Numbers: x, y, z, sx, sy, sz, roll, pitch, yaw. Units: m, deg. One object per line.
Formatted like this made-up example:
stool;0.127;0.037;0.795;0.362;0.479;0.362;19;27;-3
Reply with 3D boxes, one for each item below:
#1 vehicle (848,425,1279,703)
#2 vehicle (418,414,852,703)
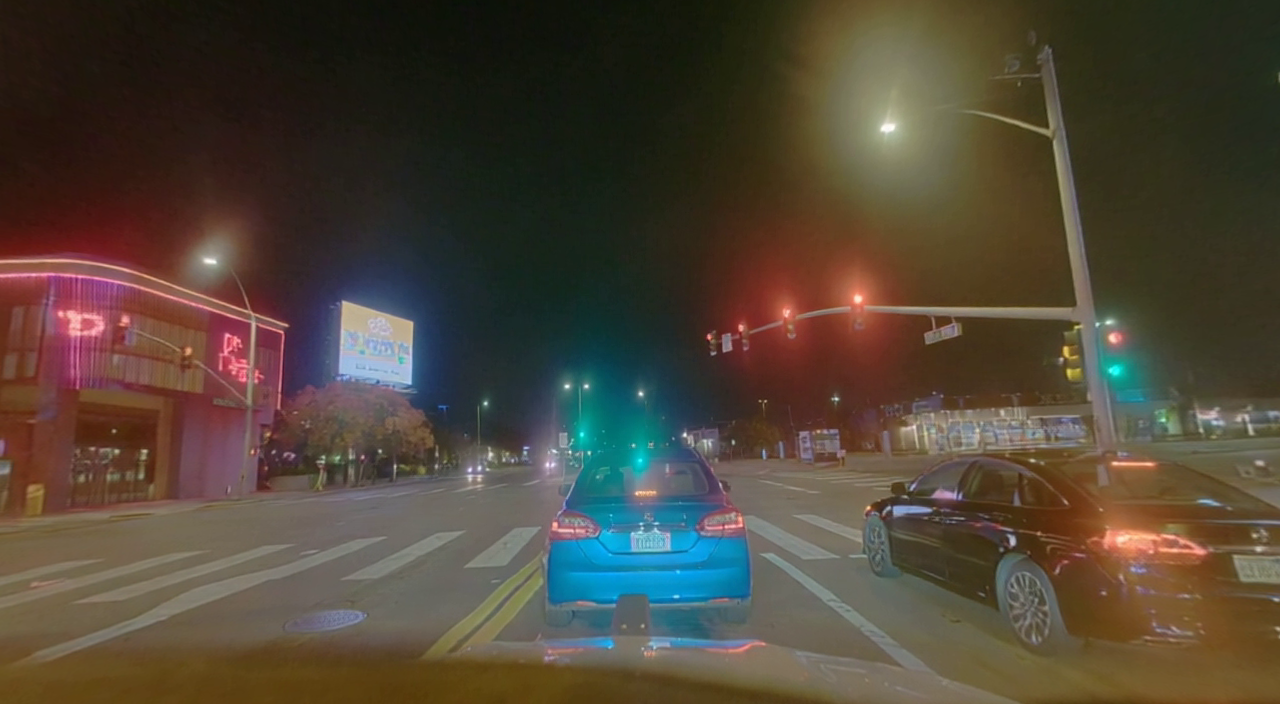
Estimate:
vehicle;3.354;1.375;5.081;1.860;1.430;4.089;0;-8;-1
vehicle;-0.054;1.349;5.149;2.094;1.481;4.078;0;-8;-1
